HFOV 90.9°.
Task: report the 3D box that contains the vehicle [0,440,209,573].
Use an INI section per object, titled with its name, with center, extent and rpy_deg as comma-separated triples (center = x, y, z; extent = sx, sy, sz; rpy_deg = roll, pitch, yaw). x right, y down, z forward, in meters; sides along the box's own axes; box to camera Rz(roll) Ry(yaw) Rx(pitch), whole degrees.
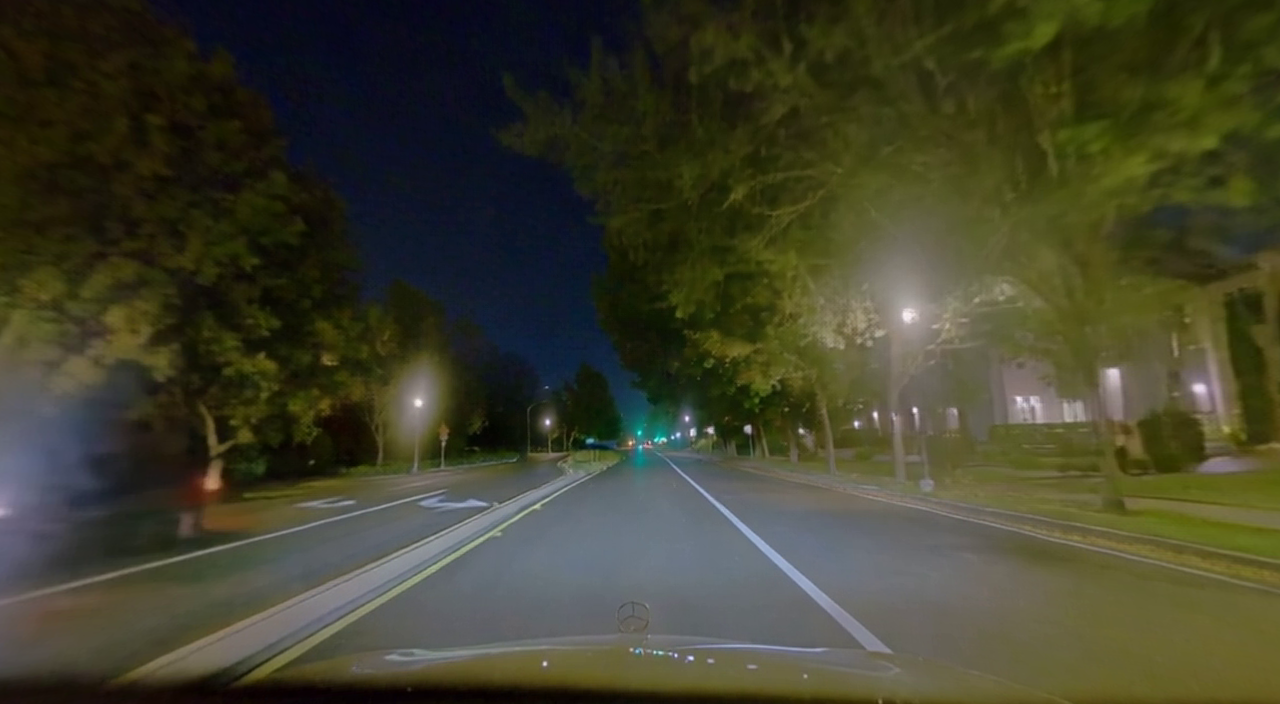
[vehicle]
center = -8.509, 2.010, 8.692
extent = 2.044, 1.548, 4.284
rpy_deg = 0, -8, 1
